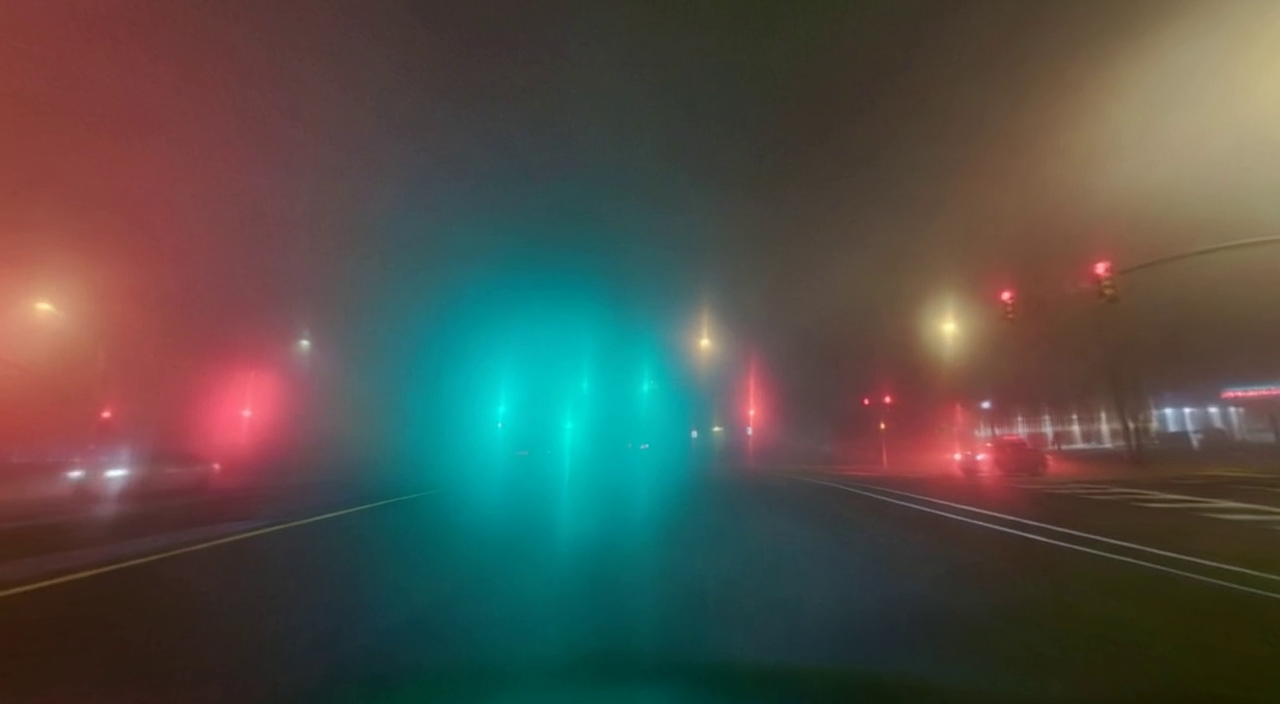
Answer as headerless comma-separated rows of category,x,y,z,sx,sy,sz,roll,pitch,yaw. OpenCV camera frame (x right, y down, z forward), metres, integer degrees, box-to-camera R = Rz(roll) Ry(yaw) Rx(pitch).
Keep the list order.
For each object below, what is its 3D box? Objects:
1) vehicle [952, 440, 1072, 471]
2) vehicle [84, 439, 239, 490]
vehicle,17.732,4.949,30.137,4.583,1.426,1.892,0,-9,-2
vehicle,-19.070,4.489,25.507,2.010,1.833,5.365,0,-9,0
